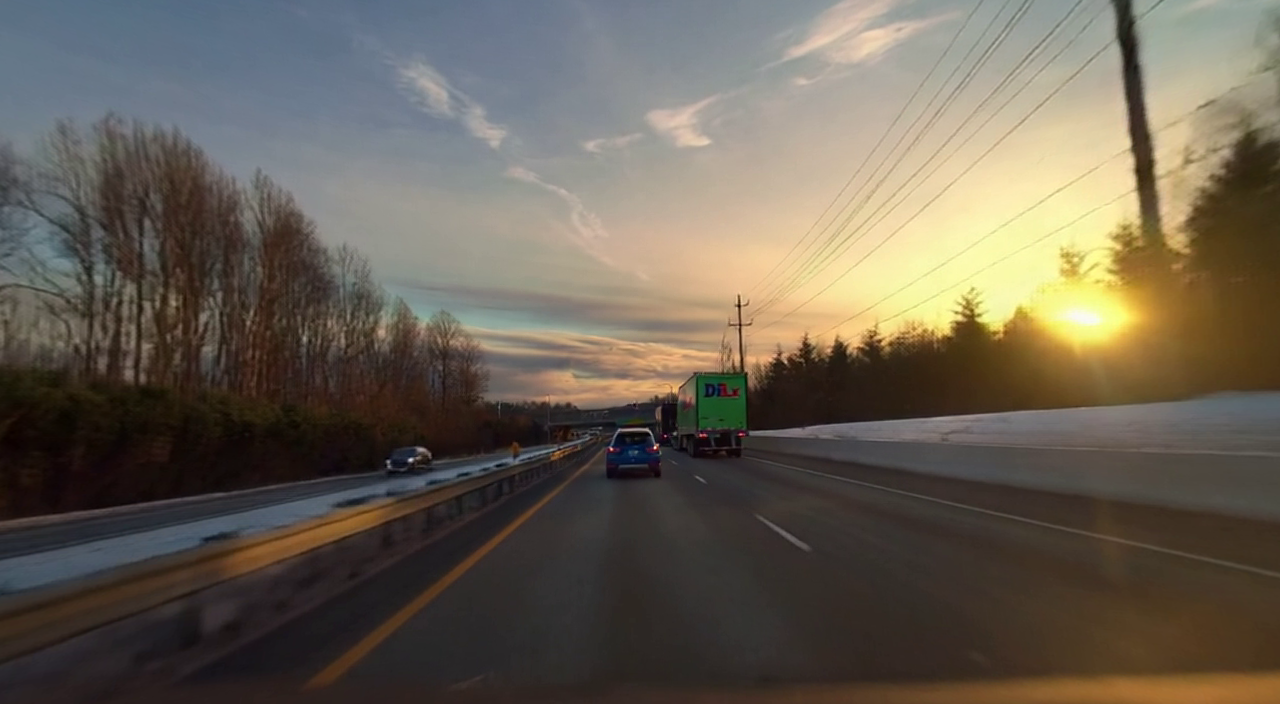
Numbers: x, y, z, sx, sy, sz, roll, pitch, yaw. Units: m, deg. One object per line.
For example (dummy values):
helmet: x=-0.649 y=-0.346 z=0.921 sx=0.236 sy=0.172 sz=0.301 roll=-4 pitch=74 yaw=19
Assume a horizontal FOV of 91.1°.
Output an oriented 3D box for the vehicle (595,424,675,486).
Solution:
vehicle: x=-0.201 y=2.938 z=18.324 sx=2.062 sy=1.581 sz=3.914 roll=0 pitch=-8 yaw=-2

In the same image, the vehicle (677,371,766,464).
vehicle: x=3.650 y=3.323 z=30.773 sx=2.835 sy=3.872 sz=8.916 roll=0 pitch=-8 yaw=-2
